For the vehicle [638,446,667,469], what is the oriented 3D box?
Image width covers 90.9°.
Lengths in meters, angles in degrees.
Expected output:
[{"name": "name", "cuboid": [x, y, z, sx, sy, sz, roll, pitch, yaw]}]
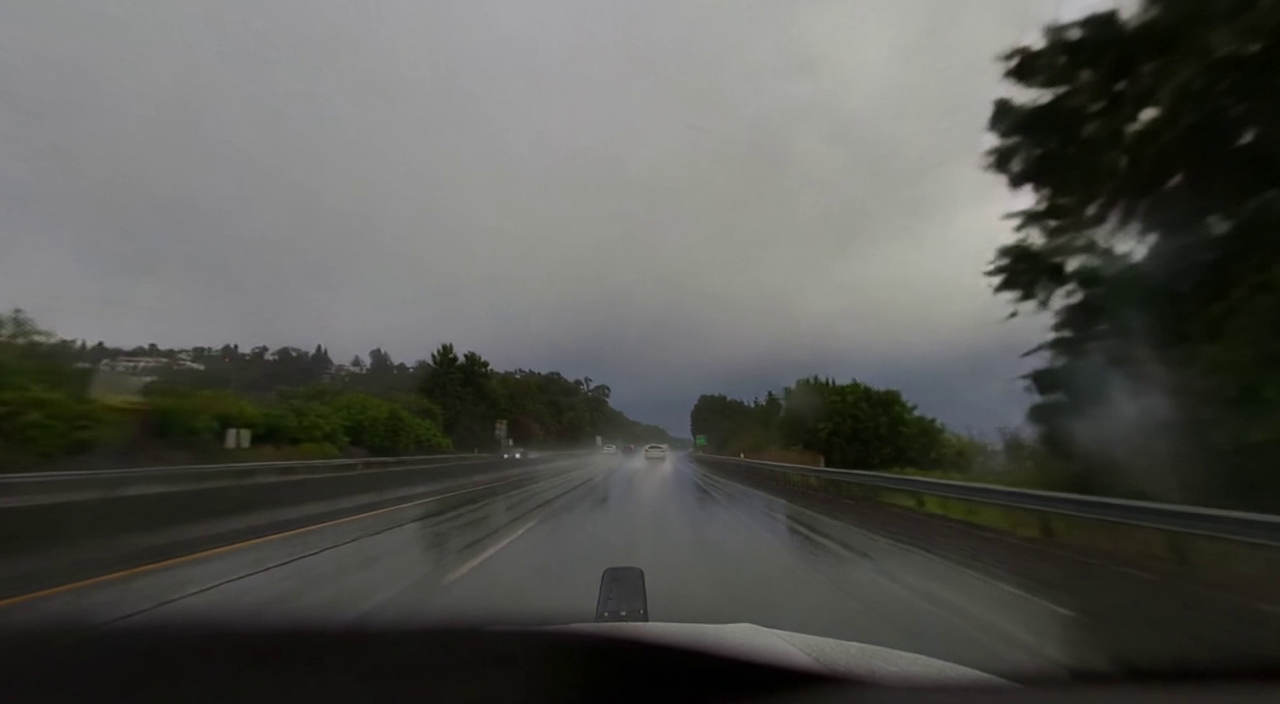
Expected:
[{"name": "vehicle", "cuboid": [0.832, 7.291, 43.565, 1.934, 1.488, 3.832, 0, -9, 1]}]
